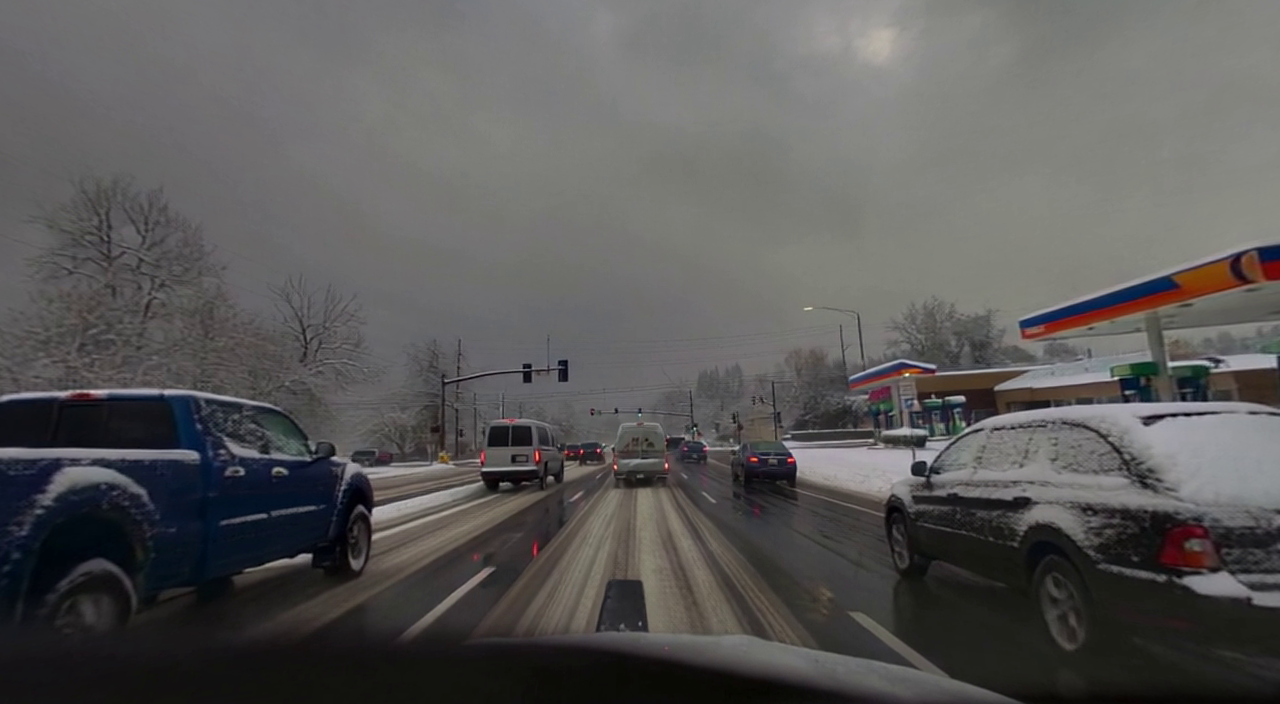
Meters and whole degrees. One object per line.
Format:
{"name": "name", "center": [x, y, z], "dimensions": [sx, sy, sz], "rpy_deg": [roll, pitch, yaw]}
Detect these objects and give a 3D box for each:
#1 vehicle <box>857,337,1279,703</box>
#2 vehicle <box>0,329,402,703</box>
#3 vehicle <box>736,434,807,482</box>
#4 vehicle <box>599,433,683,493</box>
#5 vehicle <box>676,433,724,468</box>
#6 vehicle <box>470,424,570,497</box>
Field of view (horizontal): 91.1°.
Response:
{"name": "vehicle", "center": [3.602, 1.170, 4.893], "dimensions": [2.055, 1.786, 4.817], "rpy_deg": [0, -8, 0]}
{"name": "vehicle", "center": [-3.498, 0.989, 3.806], "dimensions": [2.002, 1.747, 5.173], "rpy_deg": [0, -8, 1]}
{"name": "vehicle", "center": [5.031, 4.124, 24.712], "dimensions": [2.119, 1.696, 4.623], "rpy_deg": [-1, -8, 4]}
{"name": "vehicle", "center": [0.049, 3.621, 20.947], "dimensions": [2.426, 1.703, 5.602], "rpy_deg": [0, -8, 0]}
{"name": "vehicle", "center": [3.315, 5.594, 35.768], "dimensions": [2.193, 1.795, 5.130], "rpy_deg": [0, -8, 0]}
{"name": "vehicle", "center": [-3.510, 3.293, 19.479], "dimensions": [2.025, 1.936, 4.995], "rpy_deg": [0, -8, 1]}
